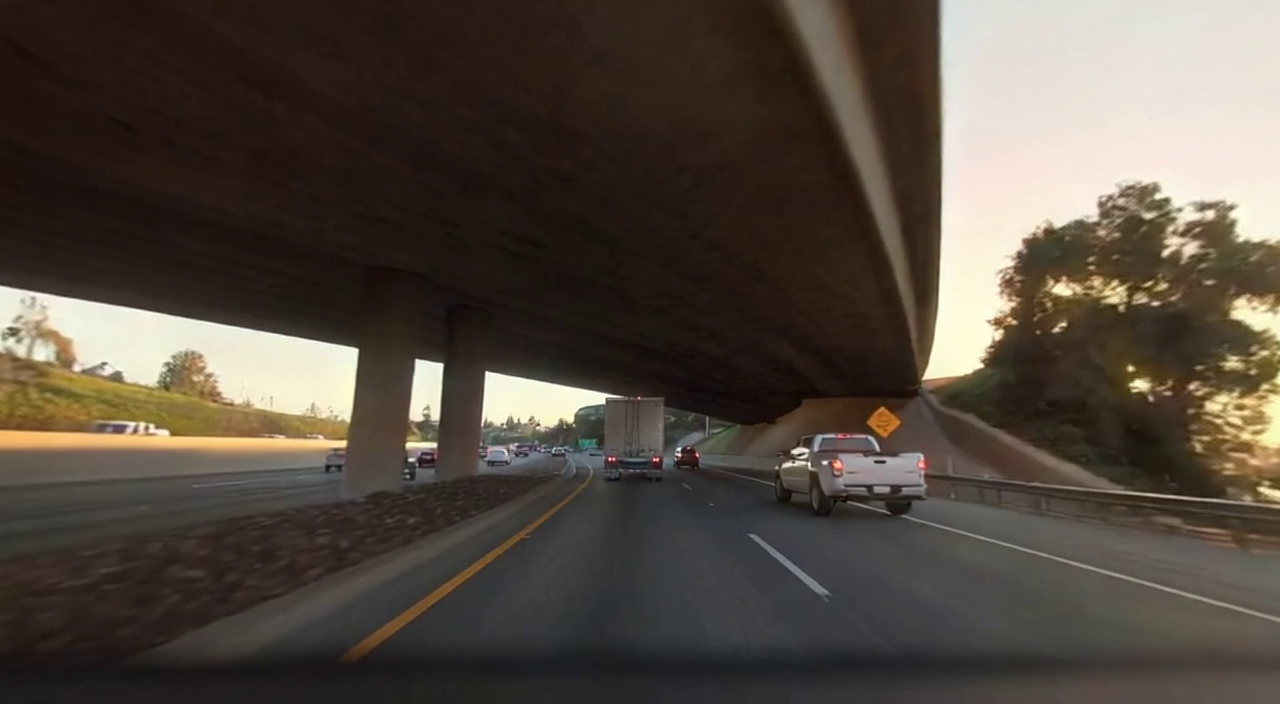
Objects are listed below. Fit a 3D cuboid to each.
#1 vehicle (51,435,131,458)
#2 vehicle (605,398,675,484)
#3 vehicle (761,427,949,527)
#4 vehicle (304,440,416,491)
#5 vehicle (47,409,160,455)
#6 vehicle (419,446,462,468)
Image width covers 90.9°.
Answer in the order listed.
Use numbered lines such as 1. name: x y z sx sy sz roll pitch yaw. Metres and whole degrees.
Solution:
1. vehicle: -36.682 6.290 42.283 1.685 1.437 4.139 -1 -7 -2
2. vehicle: -0.070 4.580 32.146 2.916 3.584 10.841 0 -9 -1
3. vehicle: 4.244 2.572 13.593 2.189 1.709 5.131 0 -9 -1
4. vehicle: -9.567 3.894 21.995 2.006 1.562 4.475 0 -9 -2
5. vehicle: -41.299 6.291 48.943 2.643 3.226 7.180 0 -9 -3
6. vehicle: -14.495 7.622 46.130 1.906 1.510 4.303 0 -9 -3
